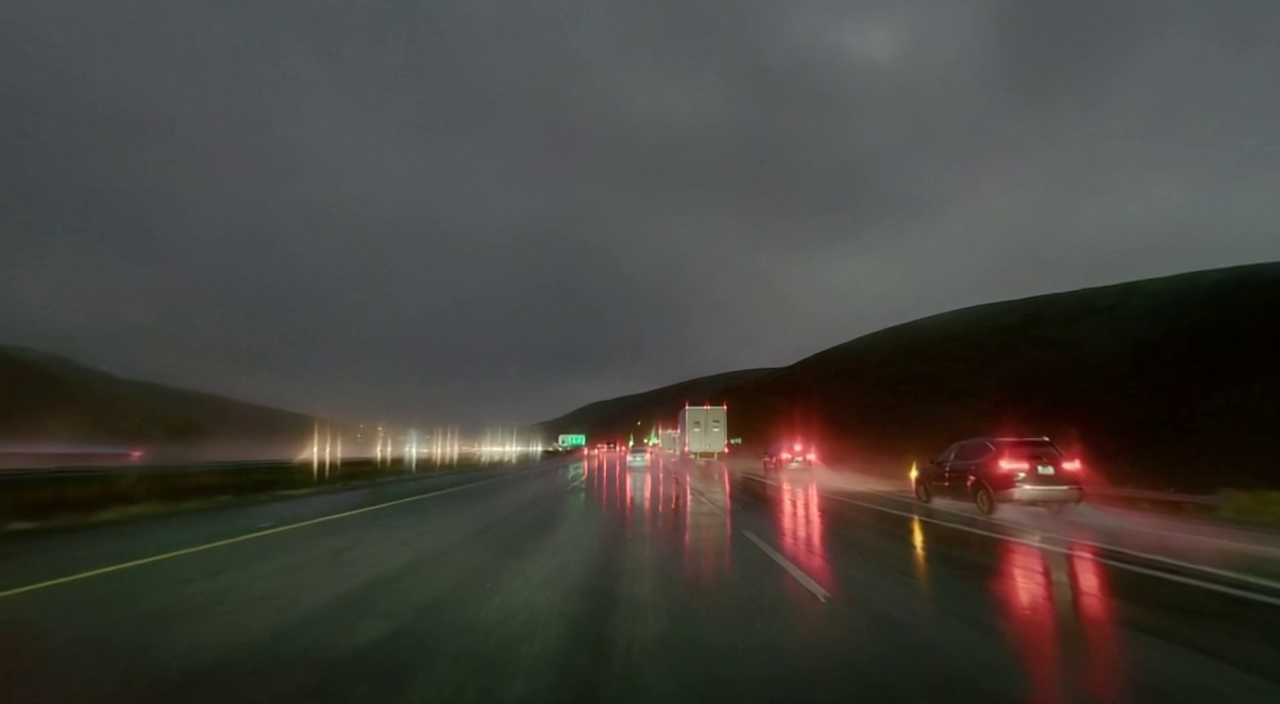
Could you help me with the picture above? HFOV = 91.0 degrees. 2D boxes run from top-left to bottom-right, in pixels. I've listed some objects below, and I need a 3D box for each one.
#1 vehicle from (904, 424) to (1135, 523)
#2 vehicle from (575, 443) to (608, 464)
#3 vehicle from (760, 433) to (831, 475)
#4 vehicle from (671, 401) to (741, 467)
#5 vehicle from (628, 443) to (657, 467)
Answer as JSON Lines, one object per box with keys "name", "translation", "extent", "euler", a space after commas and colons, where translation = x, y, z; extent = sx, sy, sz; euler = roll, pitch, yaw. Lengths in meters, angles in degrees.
{"name": "vehicle", "translation": [7.457, 2.417, 13.072], "extent": [2.044, 1.676, 4.421], "euler": [0, -9, 0]}
{"name": "vehicle", "translation": [-3.713, 7.881, 48.900], "extent": [2.132, 1.506, 4.256], "euler": [0, -9, 0]}
{"name": "vehicle", "translation": [7.233, 4.811, 29.886], "extent": [2.143, 1.775, 4.729], "euler": [0, -9, 0]}
{"name": "vehicle", "translation": [3.918, 5.349, 40.286], "extent": [3.130, 3.607, 11.129], "euler": [0, -9, -1]}
{"name": "vehicle", "translation": [0.132, 6.921, 42.493], "extent": [1.866, 1.492, 3.932], "euler": [0, -9, -1]}
